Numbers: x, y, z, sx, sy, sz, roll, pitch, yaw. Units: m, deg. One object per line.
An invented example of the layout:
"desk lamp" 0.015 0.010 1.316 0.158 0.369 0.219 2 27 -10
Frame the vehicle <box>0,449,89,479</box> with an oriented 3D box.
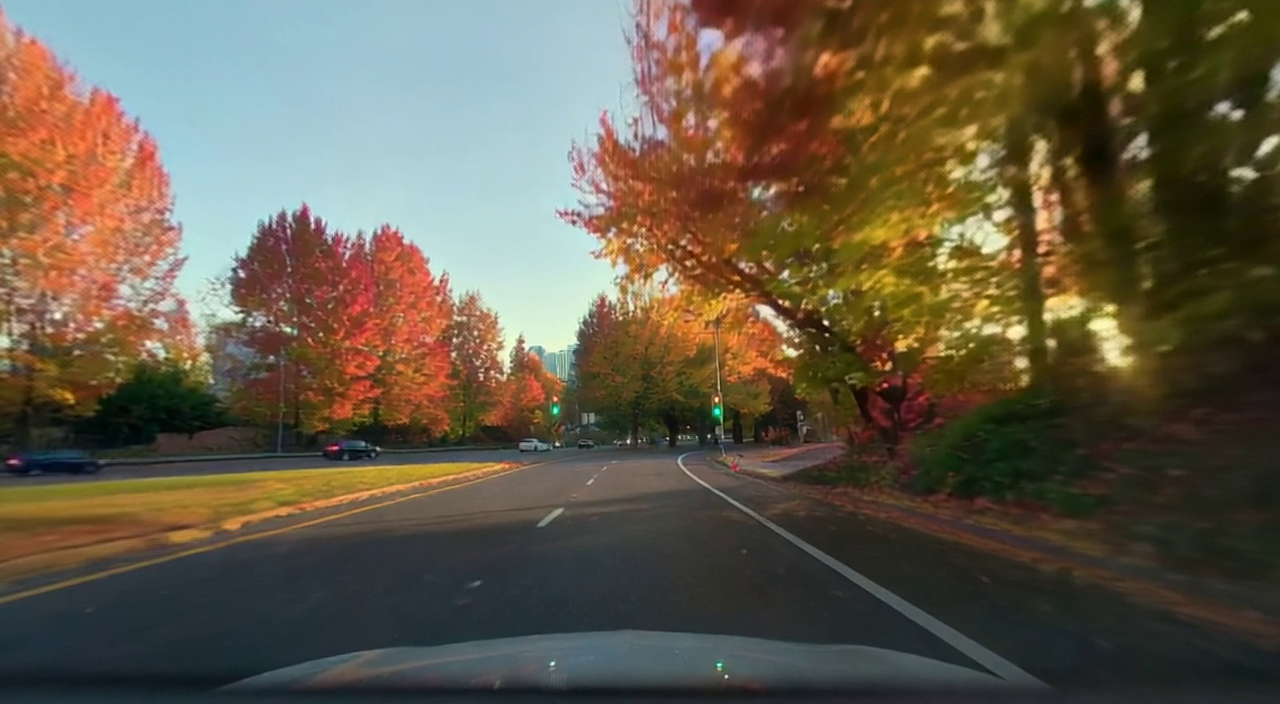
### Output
"vehicle" -33.392 6.108 34.564 1.865 1.518 4.231 -2 -9 19
